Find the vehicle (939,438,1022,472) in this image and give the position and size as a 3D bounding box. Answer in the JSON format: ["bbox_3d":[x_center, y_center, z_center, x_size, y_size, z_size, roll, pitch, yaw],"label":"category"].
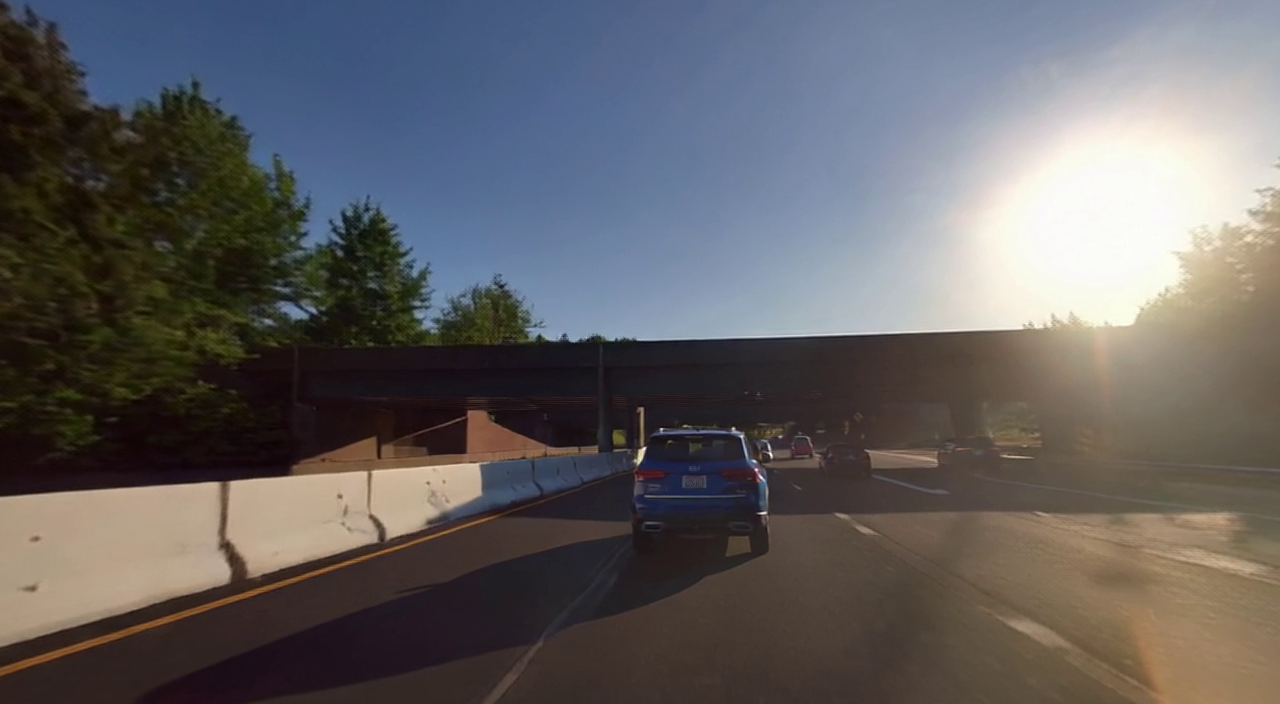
[{"bbox_3d":[15.924,4.818,29.742,1.990,1.478,4.475,-1,-8,9],"label":"vehicle"}]

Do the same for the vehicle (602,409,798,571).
[{"bbox_3d":[0.921,1.713,8.626,2.021,1.635,4.085,-1,-8,9],"label":"vehicle"}]

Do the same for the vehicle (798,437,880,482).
[{"bbox_3d":[7.078,3.860,22.918,1.962,1.442,4.536,-1,-8,6],"label":"vehicle"}]
